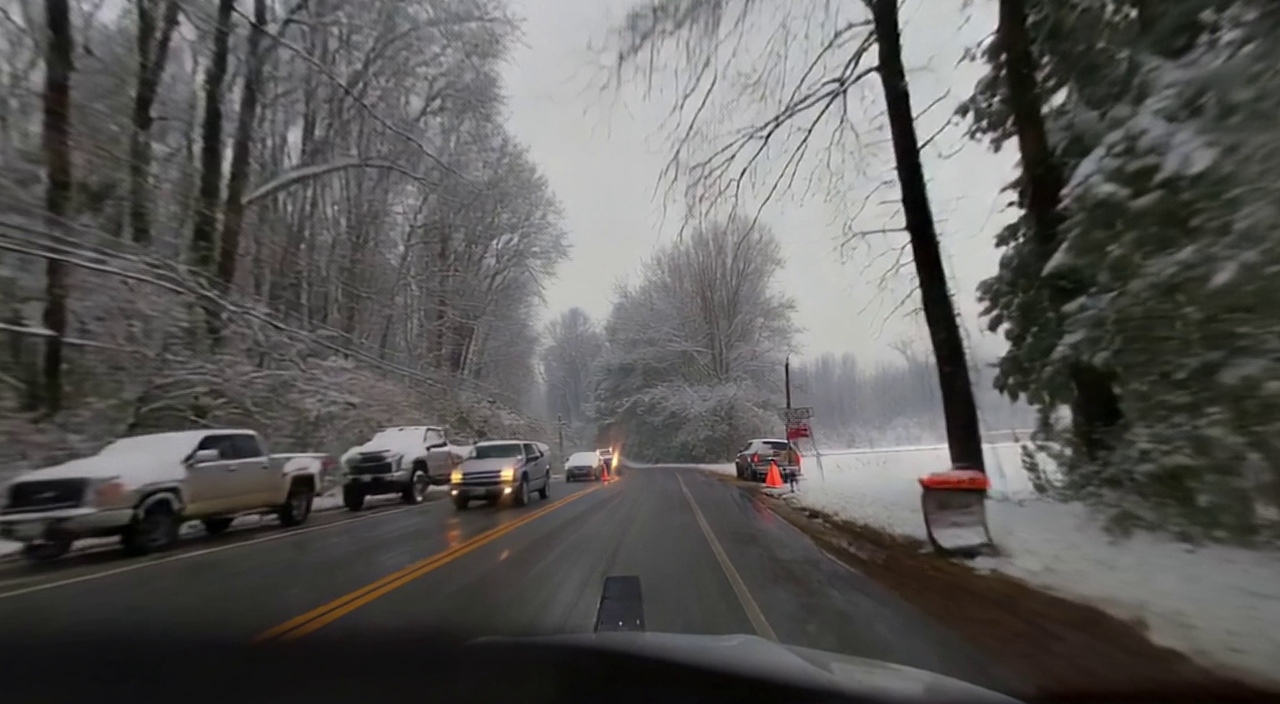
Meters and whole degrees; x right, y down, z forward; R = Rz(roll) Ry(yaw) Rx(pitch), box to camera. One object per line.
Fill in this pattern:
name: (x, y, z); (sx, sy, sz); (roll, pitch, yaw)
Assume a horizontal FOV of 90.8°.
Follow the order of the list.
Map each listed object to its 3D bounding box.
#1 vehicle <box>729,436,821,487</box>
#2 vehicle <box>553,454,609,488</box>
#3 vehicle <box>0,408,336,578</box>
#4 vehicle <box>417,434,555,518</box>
vehicle: (5.964, 4.951, 29.052); (2.845, 2.053, 6.457); (0, -8, 0)
vehicle: (-2.648, 5.478, 29.331); (1.981, 1.410, 4.162); (-1, -9, 4)
vehicle: (-7.635, 2.060, 10.315); (2.266, 1.944, 5.854); (0, -8, 2)
vehicle: (-3.716, 3.084, 16.339); (2.177, 1.803, 4.690); (0, -8, 3)
